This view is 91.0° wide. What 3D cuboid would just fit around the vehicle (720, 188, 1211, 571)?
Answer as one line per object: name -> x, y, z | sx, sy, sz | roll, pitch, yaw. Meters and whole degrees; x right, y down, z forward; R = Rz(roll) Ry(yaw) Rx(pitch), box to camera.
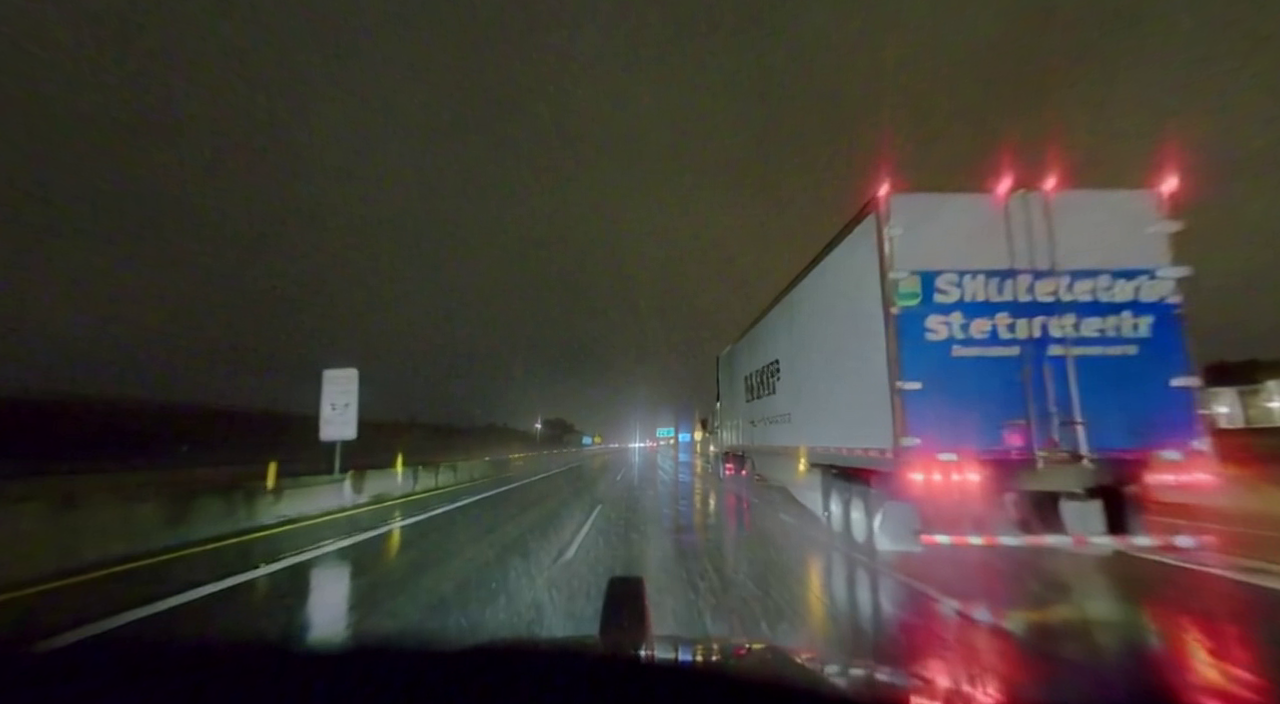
vehicle -> 4.392, 1.267, 14.295 | 3.187, 4.197, 15.004 | 0, -8, 0
